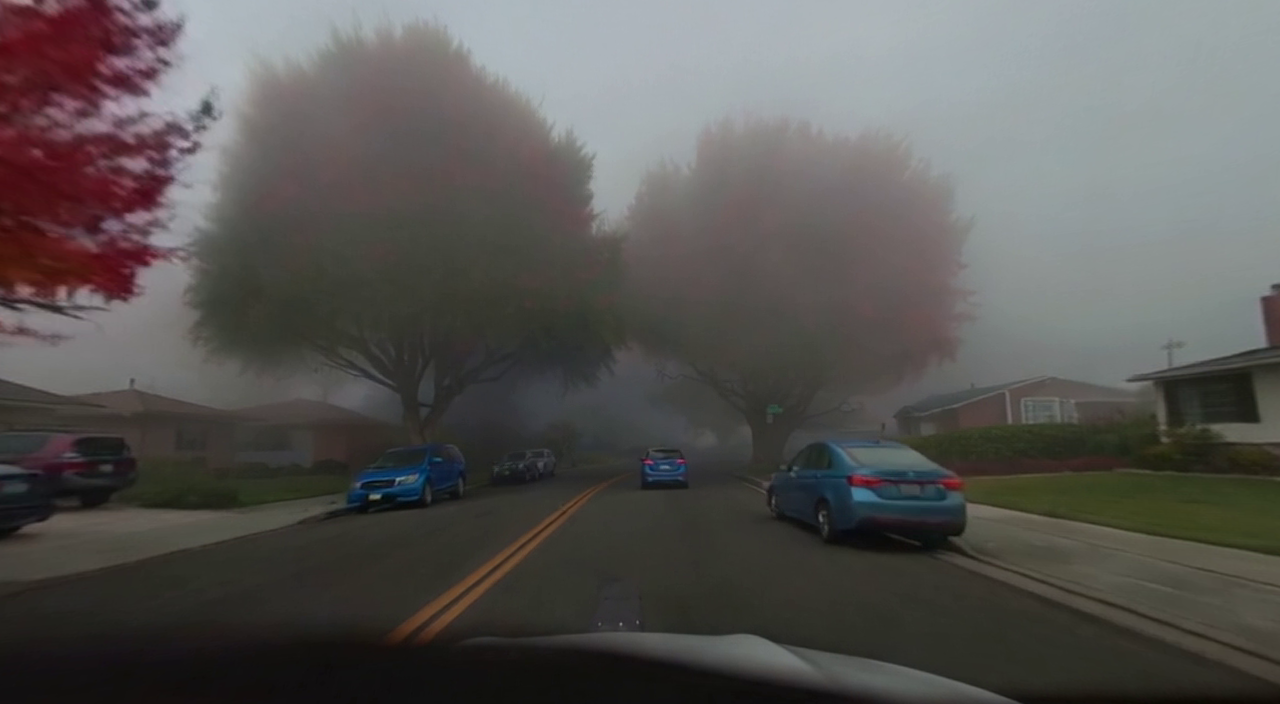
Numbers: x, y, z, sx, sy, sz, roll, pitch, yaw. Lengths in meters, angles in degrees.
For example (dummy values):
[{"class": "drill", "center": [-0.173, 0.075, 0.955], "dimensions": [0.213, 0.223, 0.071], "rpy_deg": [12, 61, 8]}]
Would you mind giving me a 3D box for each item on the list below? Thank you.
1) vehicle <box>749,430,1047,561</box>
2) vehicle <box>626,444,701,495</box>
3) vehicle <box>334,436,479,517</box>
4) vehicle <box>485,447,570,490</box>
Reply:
[{"class": "vehicle", "center": [3.459, 2.029, 9.750], "dimensions": [2.429, 1.502, 4.474], "rpy_deg": [1, -9, -5]}, {"class": "vehicle", "center": [0.862, 3.754, 20.639], "dimensions": [2.192, 1.474, 4.192], "rpy_deg": [-1, -9, 5]}, {"class": "vehicle", "center": [-6.244, 3.371, 17.628], "dimensions": [2.235, 1.851, 4.662], "rpy_deg": [-2, -9, 1]}, {"class": "vehicle", "center": [-5.250, 5.497, 30.255], "dimensions": [2.641, 1.747, 4.738], "rpy_deg": [-4, -9, 7]}]
